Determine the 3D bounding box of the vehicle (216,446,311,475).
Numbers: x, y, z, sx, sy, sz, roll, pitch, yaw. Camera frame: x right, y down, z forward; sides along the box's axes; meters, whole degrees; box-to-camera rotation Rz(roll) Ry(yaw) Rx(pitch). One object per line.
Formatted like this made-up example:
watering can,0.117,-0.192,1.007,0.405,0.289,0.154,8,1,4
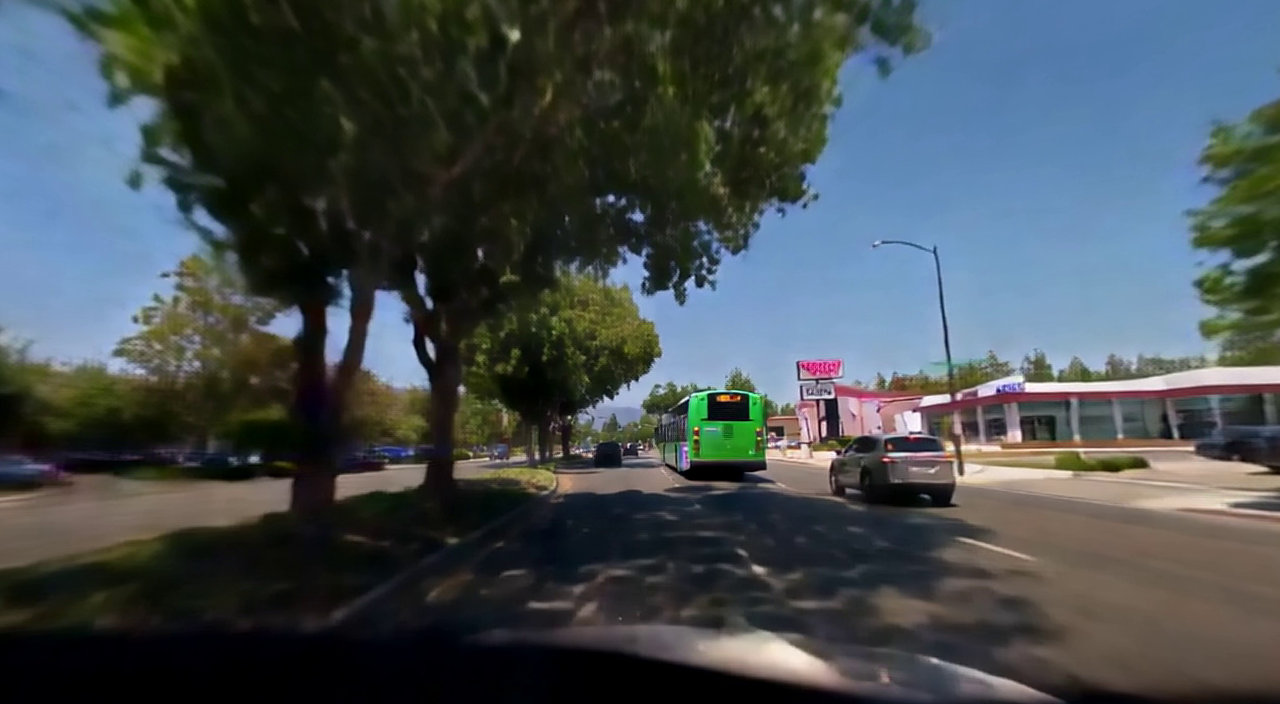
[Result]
vehicle,-25.140,7.260,42.168,4.857,1.846,2.185,0,-8,-2

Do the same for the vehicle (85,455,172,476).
vehicle,-38.692,8.583,47.709,4.646,1.447,2.215,0,-9,0

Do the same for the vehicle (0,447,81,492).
vehicle,-28.188,5.152,27.768,2.181,1.901,5.196,0,-8,0

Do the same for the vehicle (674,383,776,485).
vehicle,2.994,3.320,25.085,2.766,3.306,9.281,0,-8,0

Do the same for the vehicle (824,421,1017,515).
vehicle,5.976,2.528,14.221,2.129,1.754,4.668,0,-8,-1

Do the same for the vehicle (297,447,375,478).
vehicle,-19.121,6.943,39.923,2.277,1.764,5.283,-2,-8,1

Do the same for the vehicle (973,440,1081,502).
vehicle,10.837,3.193,17.452,2.042,1.456,4.800,-6,-10,36
